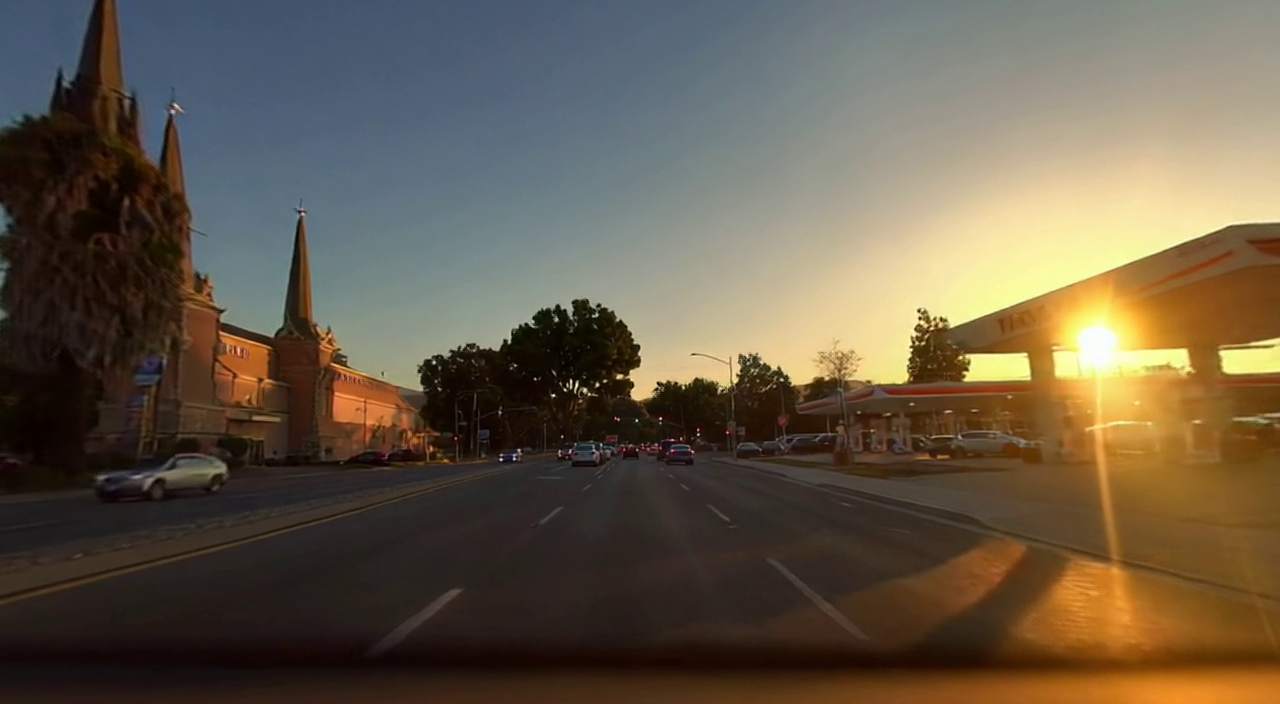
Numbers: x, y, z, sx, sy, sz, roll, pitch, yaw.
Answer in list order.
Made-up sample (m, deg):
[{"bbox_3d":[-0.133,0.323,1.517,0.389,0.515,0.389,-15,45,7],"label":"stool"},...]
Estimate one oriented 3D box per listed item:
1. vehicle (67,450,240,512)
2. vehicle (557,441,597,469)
[{"bbox_3d":[-14.661,3.849,19.440,1.939,1.594,4.284,-2,-8,-1],"label":"vehicle"},{"bbox_3d":[-3.906,6.510,40.143,2.040,1.661,4.573,0,-8,1],"label":"vehicle"}]
